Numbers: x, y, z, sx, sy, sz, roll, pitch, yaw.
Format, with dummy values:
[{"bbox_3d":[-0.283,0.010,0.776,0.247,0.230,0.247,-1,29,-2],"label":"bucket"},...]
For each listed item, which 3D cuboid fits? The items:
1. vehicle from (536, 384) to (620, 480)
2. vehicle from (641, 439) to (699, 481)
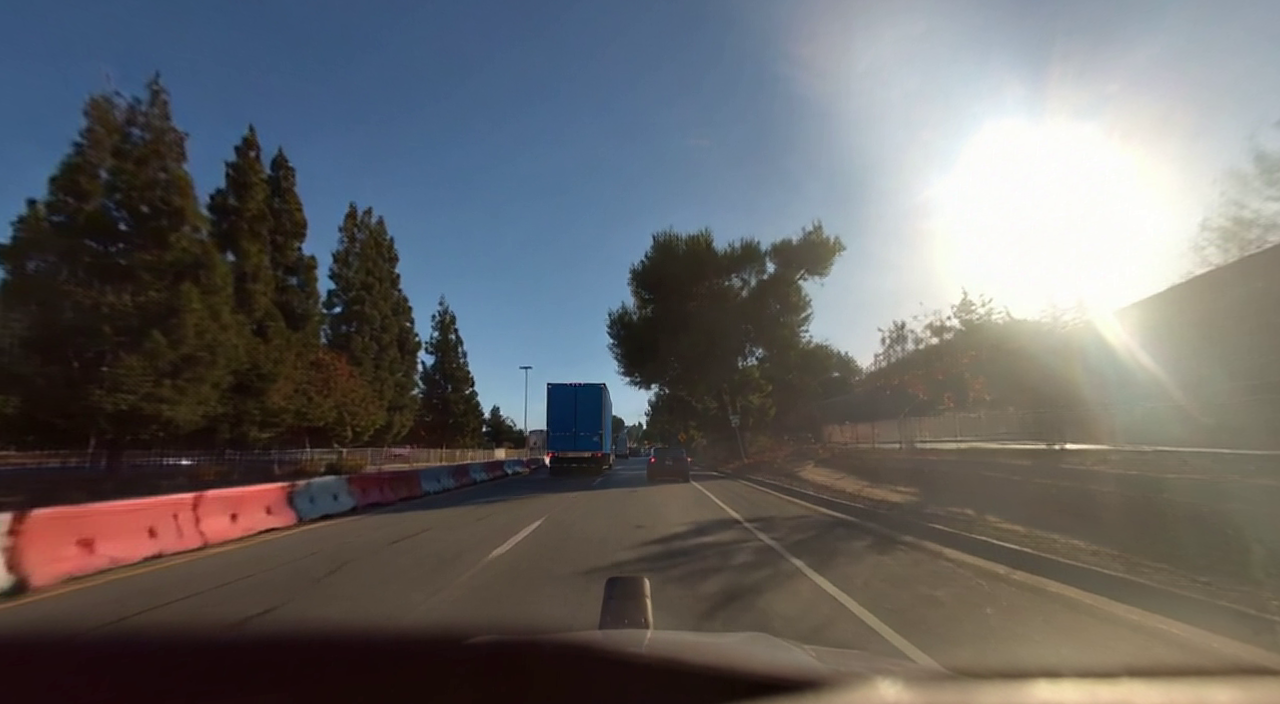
[{"bbox_3d":[-2.881,4.552,34.926,2.906,4.115,15.715,0,-8,1],"label":"vehicle"},{"bbox_3d":[1.210,4.642,27.391,2.304,1.675,4.462,0,-8,0],"label":"vehicle"}]
